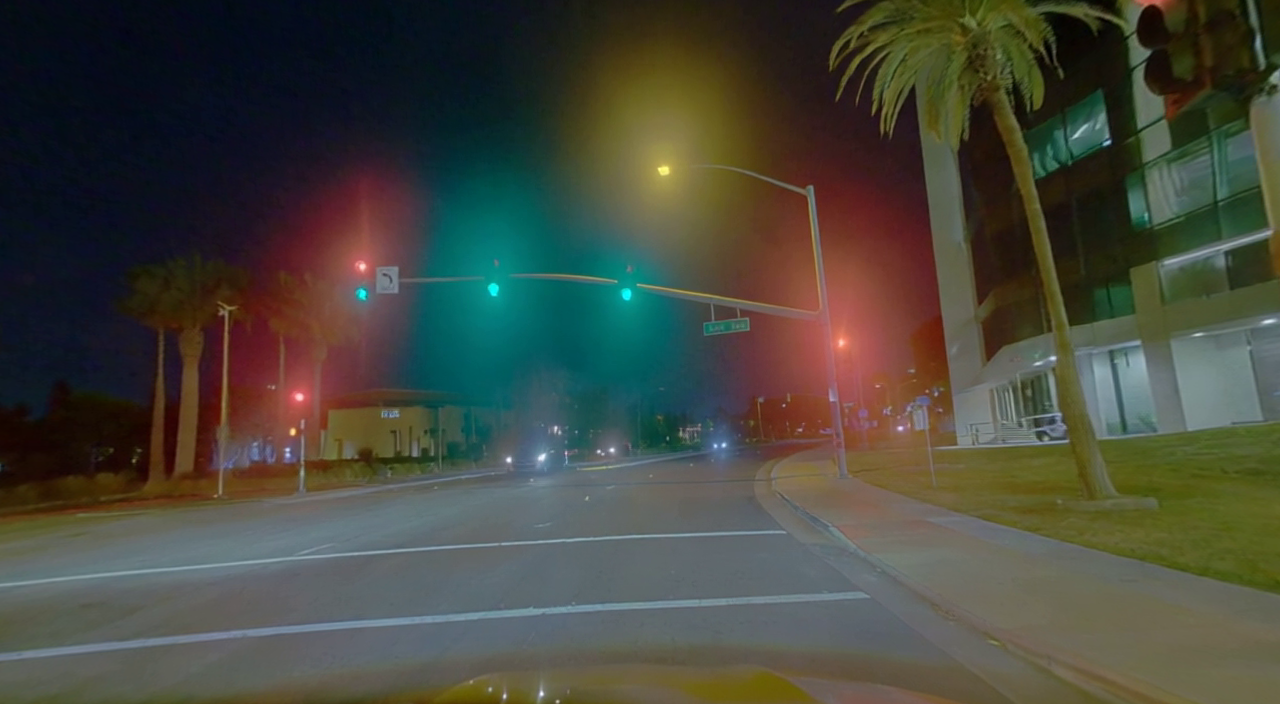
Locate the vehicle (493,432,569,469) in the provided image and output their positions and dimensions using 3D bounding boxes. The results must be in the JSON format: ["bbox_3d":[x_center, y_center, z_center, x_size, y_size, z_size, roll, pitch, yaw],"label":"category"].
[{"bbox_3d":[-5.671,5.233,33.633,2.181,1.792,4.648,-3,-9,16],"label":"vehicle"}]
